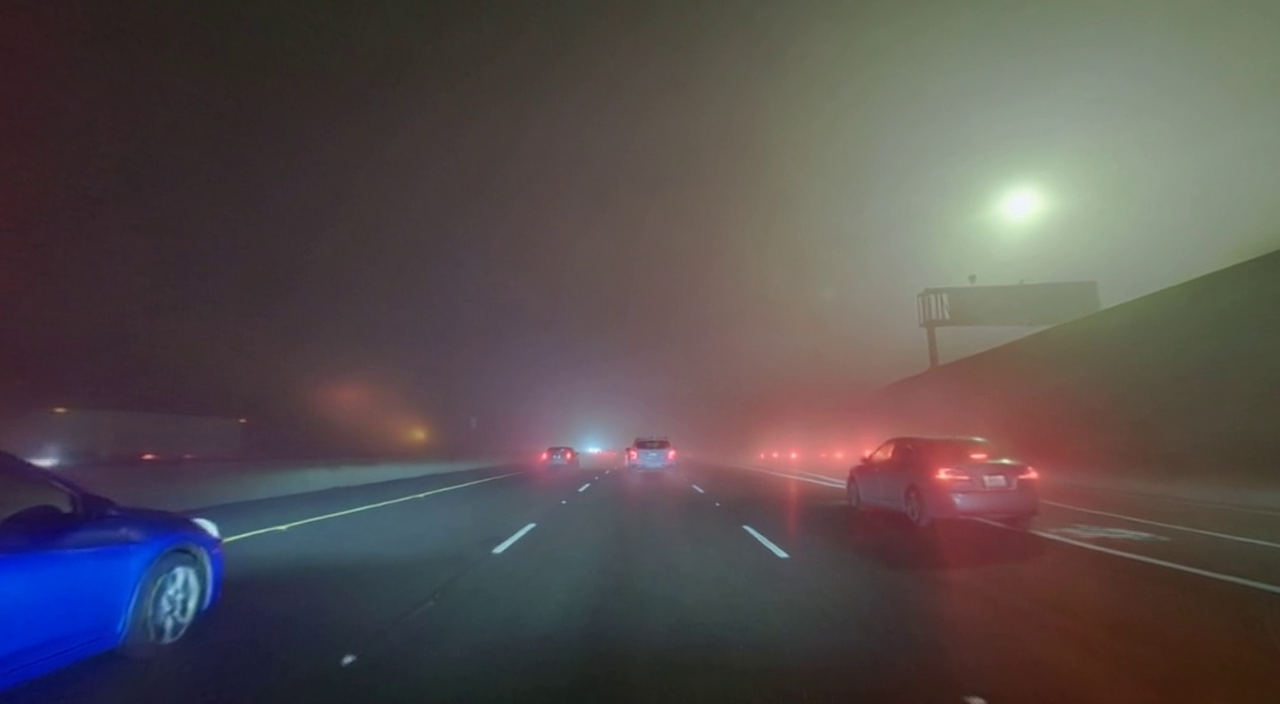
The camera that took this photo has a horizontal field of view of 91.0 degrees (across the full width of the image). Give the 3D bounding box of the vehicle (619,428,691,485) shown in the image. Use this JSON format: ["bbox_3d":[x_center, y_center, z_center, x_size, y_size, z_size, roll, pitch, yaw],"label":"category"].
[{"bbox_3d":[0.440,3.540,21.543,2.202,1.748,4.158,0,-8,-1],"label":"vehicle"}]

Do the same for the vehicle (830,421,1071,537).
[{"bbox_3d":[5.168,2.165,11.369,2.055,1.656,4.370,0,-8,-1],"label":"vehicle"}]

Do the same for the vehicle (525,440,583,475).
[{"bbox_3d":[-3.891,4.852,29.243,2.031,1.491,4.145,0,-8,1],"label":"vehicle"}]

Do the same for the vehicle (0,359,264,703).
[{"bbox_3d":[-3.933,0.804,2.439,2.160,1.639,4.431,0,-8,0],"label":"vehicle"}]
